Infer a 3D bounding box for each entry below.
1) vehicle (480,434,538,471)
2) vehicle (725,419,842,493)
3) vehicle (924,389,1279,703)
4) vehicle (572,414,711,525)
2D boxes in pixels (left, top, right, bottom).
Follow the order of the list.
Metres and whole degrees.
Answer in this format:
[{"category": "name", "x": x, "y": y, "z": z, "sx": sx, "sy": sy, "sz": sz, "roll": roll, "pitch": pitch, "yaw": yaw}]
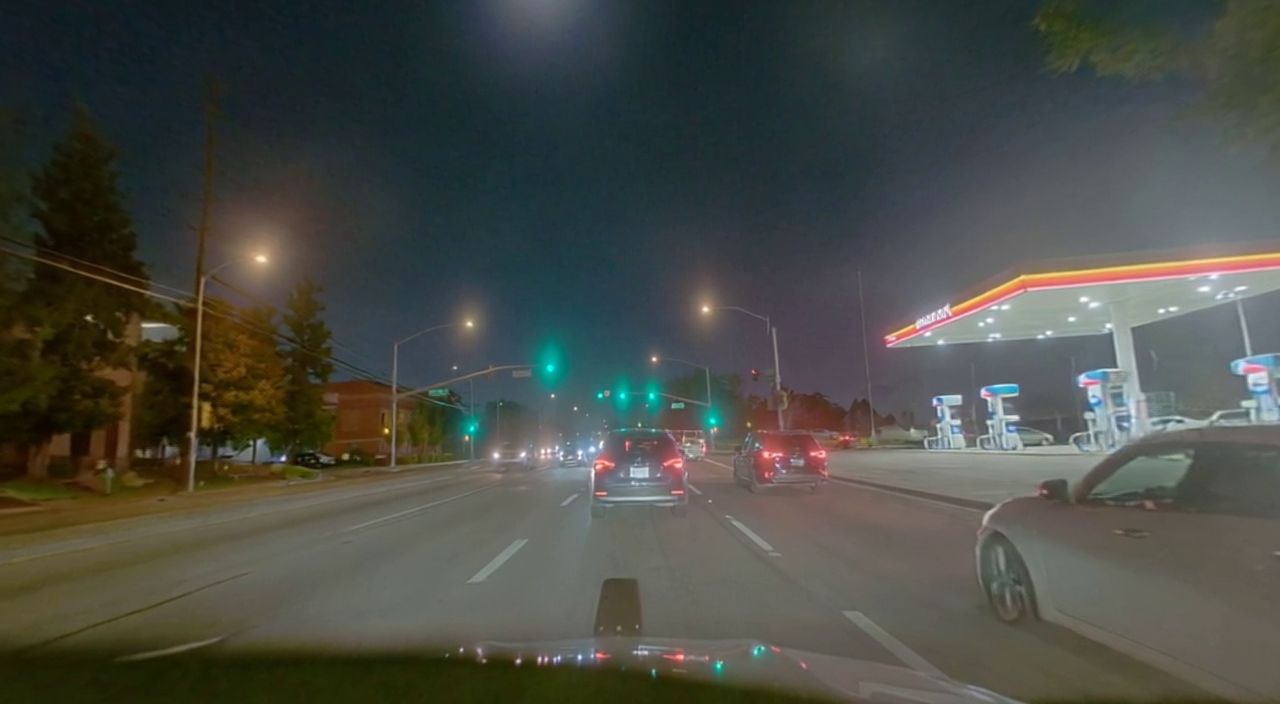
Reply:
[{"category": "vehicle", "x": -6.448, "y": 5.017, "z": 31.673, "sx": 1.994, "sy": 1.695, "sz": 4.471, "roll": 0, "pitch": -8, "yaw": -1}, {"category": "vehicle", "x": 3.869, "y": 2.921, "z": 18.072, "sx": 2.116, "sy": 1.791, "sz": 5.006, "roll": 0, "pitch": -8, "yaw": -1}, {"category": "vehicle", "x": 3.332, "y": 0.970, "z": 2.978, "sx": 1.904, "sy": 1.472, "sz": 4.358, "roll": 0, "pitch": -8, "yaw": -1}, {"category": "vehicle", "x": -0.044, "y": 2.124, "z": 11.896, "sx": 2.164, "sy": 1.718, "sz": 3.881, "roll": 0, "pitch": -8, "yaw": -2}]
